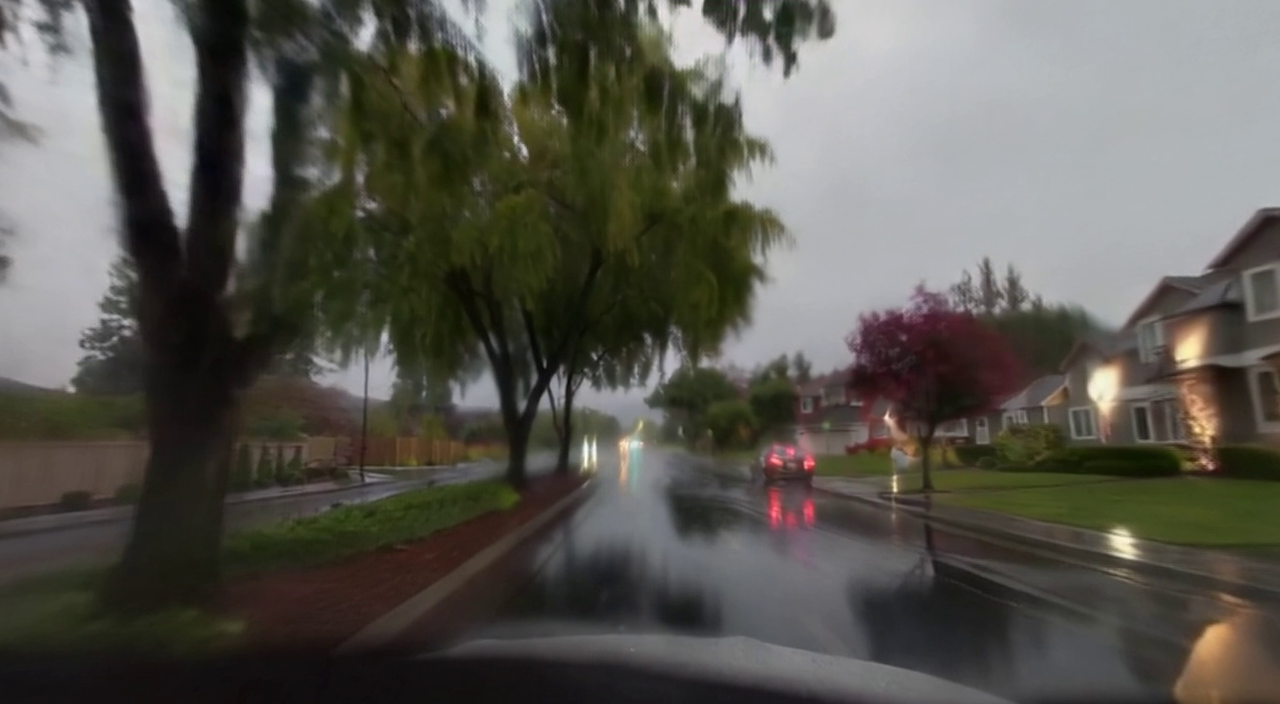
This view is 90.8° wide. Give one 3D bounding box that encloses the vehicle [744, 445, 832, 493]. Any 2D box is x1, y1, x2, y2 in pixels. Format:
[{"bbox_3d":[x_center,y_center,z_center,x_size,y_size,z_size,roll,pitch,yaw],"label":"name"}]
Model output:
[{"bbox_3d":[4.996,3.996,21.962,1.904,1.475,4.386,0,-9,-2],"label":"vehicle"}]
